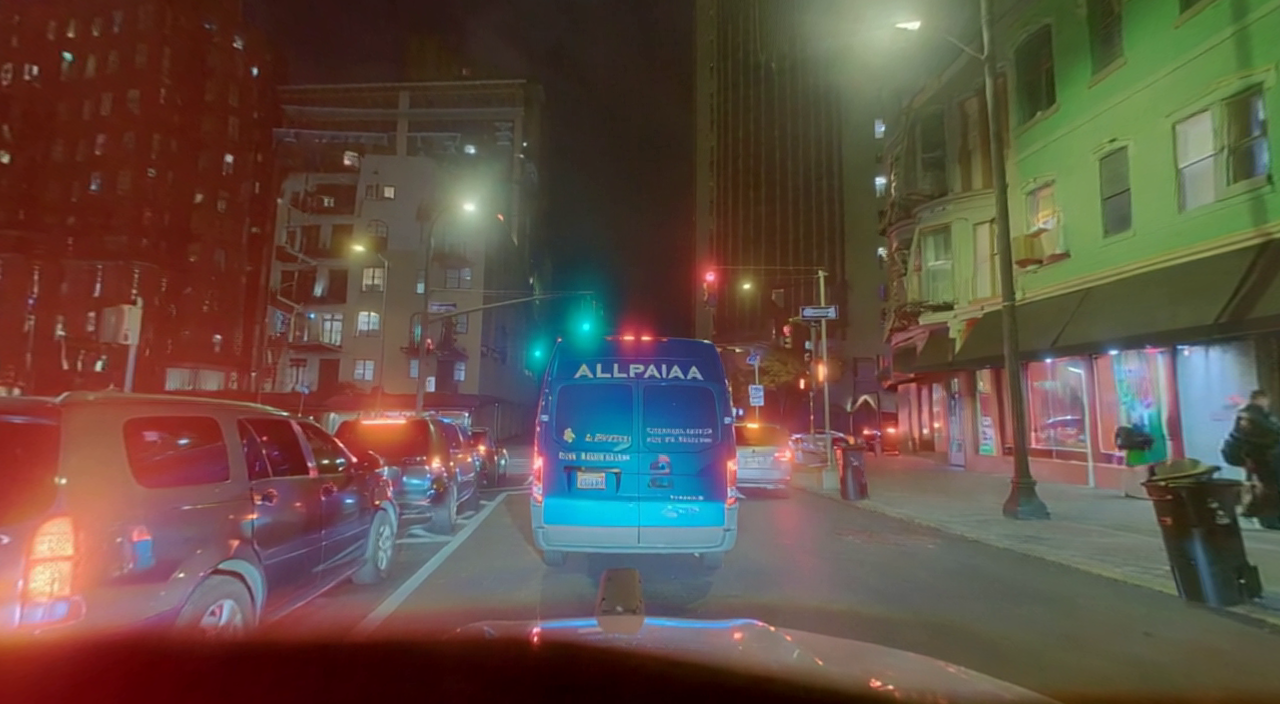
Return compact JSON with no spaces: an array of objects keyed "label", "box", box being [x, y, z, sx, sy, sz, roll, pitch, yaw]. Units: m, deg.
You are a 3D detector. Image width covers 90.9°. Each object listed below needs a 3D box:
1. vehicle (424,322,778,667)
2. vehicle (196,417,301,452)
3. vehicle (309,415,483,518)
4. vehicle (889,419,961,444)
[{"label":"vehicle","box":[-0.321,1.061,5.712,1.951,1.907,4.266,0,-8,-3]},{"label":"vehicle","box":[-18.293,3.864,29.566,3.713,1.571,1.751,1,-8,-11]},{"label":"vehicle","box":[-3.956,1.889,10.863,1.841,1.461,3.426,1,-8,-5]},{"label":"vehicle","box":[16.107,4.503,35.652,3.381,1.391,1.529,1,-8,-10]}]
